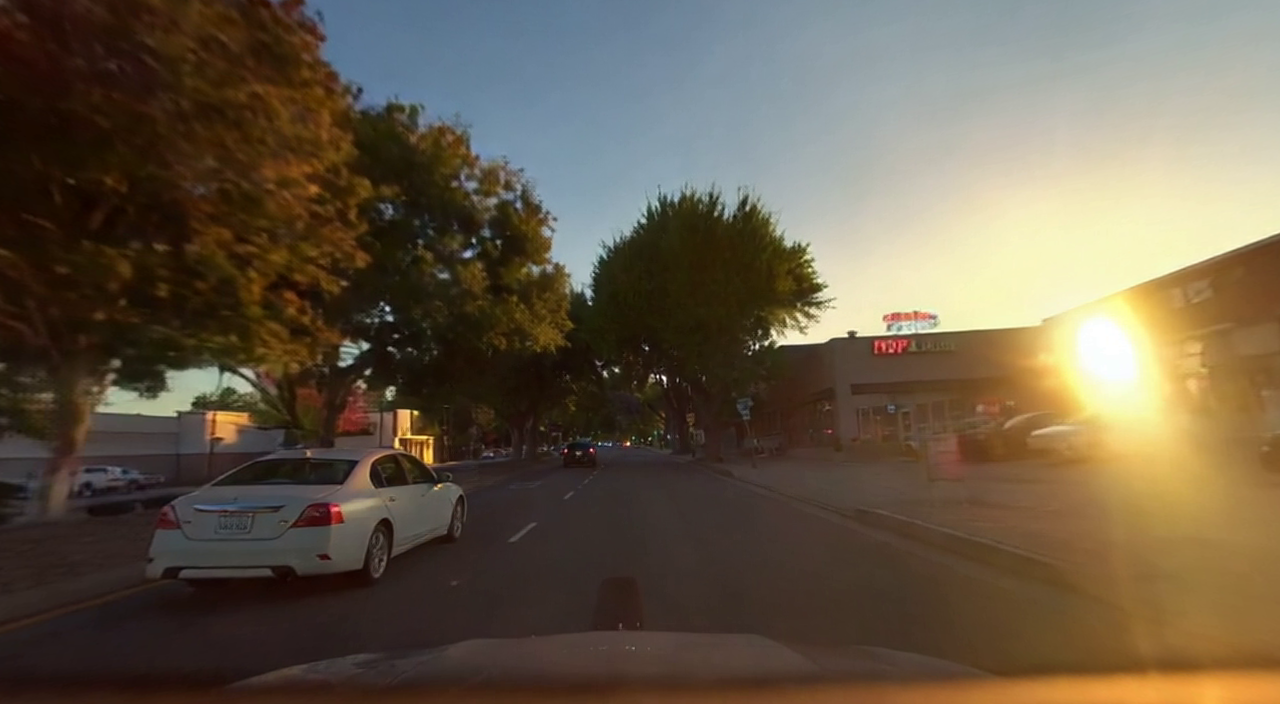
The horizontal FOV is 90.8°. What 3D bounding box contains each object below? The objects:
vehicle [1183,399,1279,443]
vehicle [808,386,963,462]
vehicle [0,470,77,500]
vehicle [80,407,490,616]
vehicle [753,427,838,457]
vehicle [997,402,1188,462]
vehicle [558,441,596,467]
[{"bbox_3d":[24.822,2.727,25.067,4.799,1.606,1.930,-1,-9,-3],"label":"vehicle"},{"bbox_3d":[12.156,3.624,31.809,6.427,3.417,2.845,-2,-8,-2],"label":"vehicle"},{"bbox_3d":[-36.387,7.841,37.445,1.965,1.470,4.482,0,-9,-3],"label":"vehicle"},{"bbox_3d":[-3.411,1.632,7.434,2.126,1.655,4.560,0,-9,0],"label":"vehicle"},{"bbox_3d":[10.463,6.099,42.766,5.130,1.902,2.056,-1,-9,-2],"label":"vehicle"},{"bbox_3d":[13.271,2.400,18.741,4.165,1.650,1.946,0,-9,-3],"label":"vehicle"},{"bbox_3d":[-3.798,6.253,38.774,1.955,1.461,4.396,0,-9,-1],"label":"vehicle"}]
